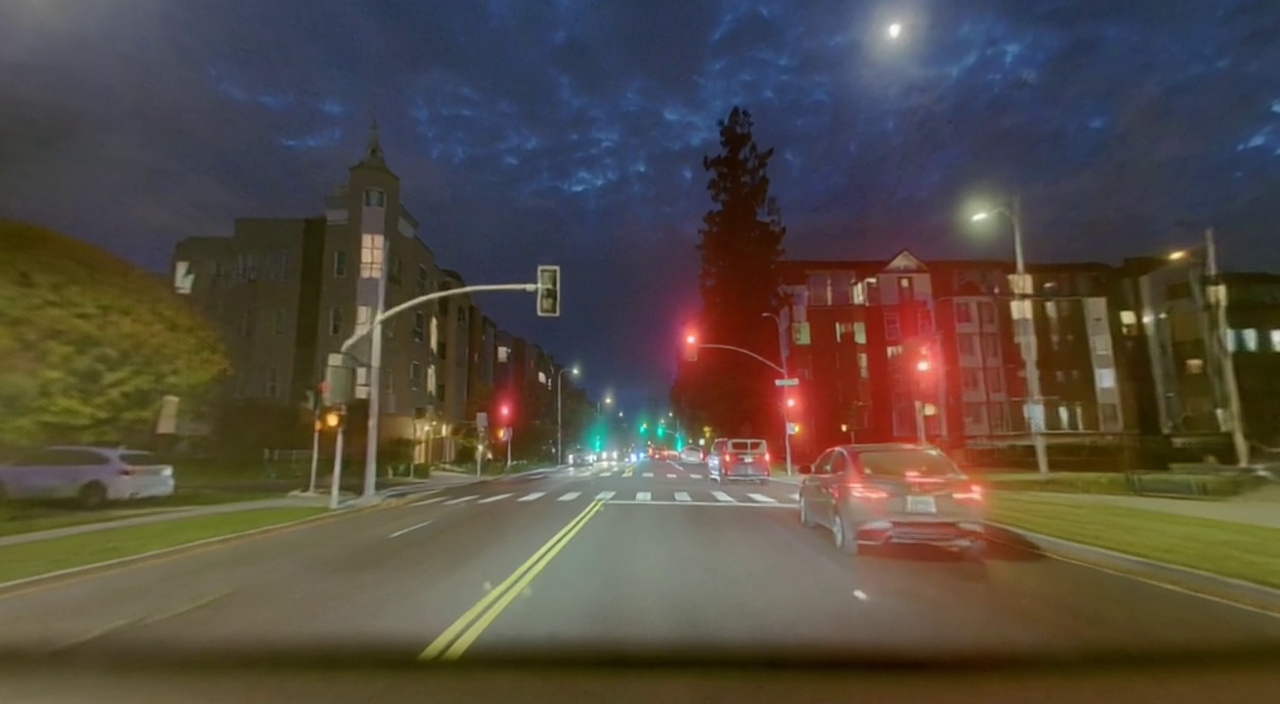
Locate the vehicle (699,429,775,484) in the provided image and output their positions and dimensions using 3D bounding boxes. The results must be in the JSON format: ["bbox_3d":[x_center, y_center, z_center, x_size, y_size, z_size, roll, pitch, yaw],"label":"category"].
[{"bbox_3d":[3.564,3.960,24.045,2.199,1.872,4.513,0,-8,0],"label":"vehicle"}]

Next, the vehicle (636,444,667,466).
[{"bbox_3d":[0.776,7.352,45.092,2.097,1.463,4.043,0,-8,0],"label":"vehicle"}]

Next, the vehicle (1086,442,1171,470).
[{"bbox_3d":[28.732,6.121,37.223,1.698,1.477,3.735,-2,-9,-6],"label":"vehicle"}]

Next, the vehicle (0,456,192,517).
[{"bbox_3d":[-15.355,3.624,17.244,4.727,1.483,2.002,-1,-8,4],"label":"vehicle"}]

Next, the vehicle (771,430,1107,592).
[{"bbox_3d":[3.294,1.839,8.308,2.078,1.488,4.741,0,-8,0],"label":"vehicle"}]
